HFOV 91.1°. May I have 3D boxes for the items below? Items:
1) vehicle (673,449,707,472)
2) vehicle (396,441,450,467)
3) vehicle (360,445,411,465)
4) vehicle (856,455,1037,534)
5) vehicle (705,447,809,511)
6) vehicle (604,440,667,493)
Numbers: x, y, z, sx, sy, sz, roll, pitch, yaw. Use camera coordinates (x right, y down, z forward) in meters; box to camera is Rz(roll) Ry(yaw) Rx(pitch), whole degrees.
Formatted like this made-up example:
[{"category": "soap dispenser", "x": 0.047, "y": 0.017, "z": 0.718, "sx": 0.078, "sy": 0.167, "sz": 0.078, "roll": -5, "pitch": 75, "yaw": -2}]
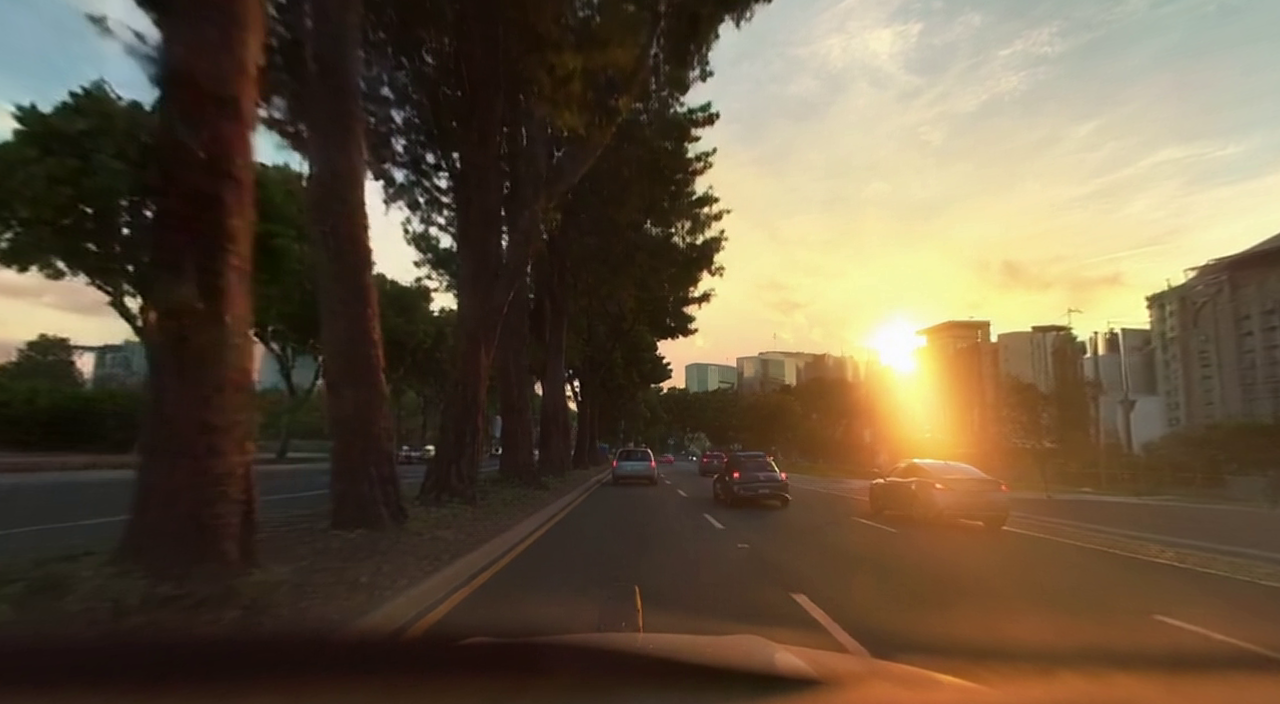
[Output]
[{"category": "vehicle", "x": 3.475, "y": 7.616, "z": 44.287, "sx": 2.012, "sy": 1.462, "sz": 4.163, "roll": 0, "pitch": -9, "yaw": -1}, {"category": "vehicle", "x": -15.479, "y": 7.268, "z": 44.979, "sx": 2.100, "sy": 1.708, "sz": 4.567, "roll": 0, "pitch": -9, "yaw": 2}, {"category": "vehicle", "x": -18.961, "y": 7.696, "z": 47.034, "sx": 1.905, "sy": 1.428, "sz": 4.637, "roll": 0, "pitch": -9, "yaw": 0}, {"category": "vehicle", "x": 6.719, "y": 3.131, "z": 14.407, "sx": 1.944, "sy": 1.458, "sz": 4.268, "roll": 0, "pitch": -9, "yaw": 0}, {"category": "vehicle", "x": 3.035, "y": 3.356, "z": 17.191, "sx": 1.932, "sy": 1.510, "sz": 4.168, "roll": 0, "pitch": -9, "yaw": -1}, {"category": "vehicle", "x": -0.145, "y": 3.946, "z": 22.026, "sx": 2.008, "sy": 1.674, "sz": 4.239, "roll": 0, "pitch": -9, "yaw": 0}]
